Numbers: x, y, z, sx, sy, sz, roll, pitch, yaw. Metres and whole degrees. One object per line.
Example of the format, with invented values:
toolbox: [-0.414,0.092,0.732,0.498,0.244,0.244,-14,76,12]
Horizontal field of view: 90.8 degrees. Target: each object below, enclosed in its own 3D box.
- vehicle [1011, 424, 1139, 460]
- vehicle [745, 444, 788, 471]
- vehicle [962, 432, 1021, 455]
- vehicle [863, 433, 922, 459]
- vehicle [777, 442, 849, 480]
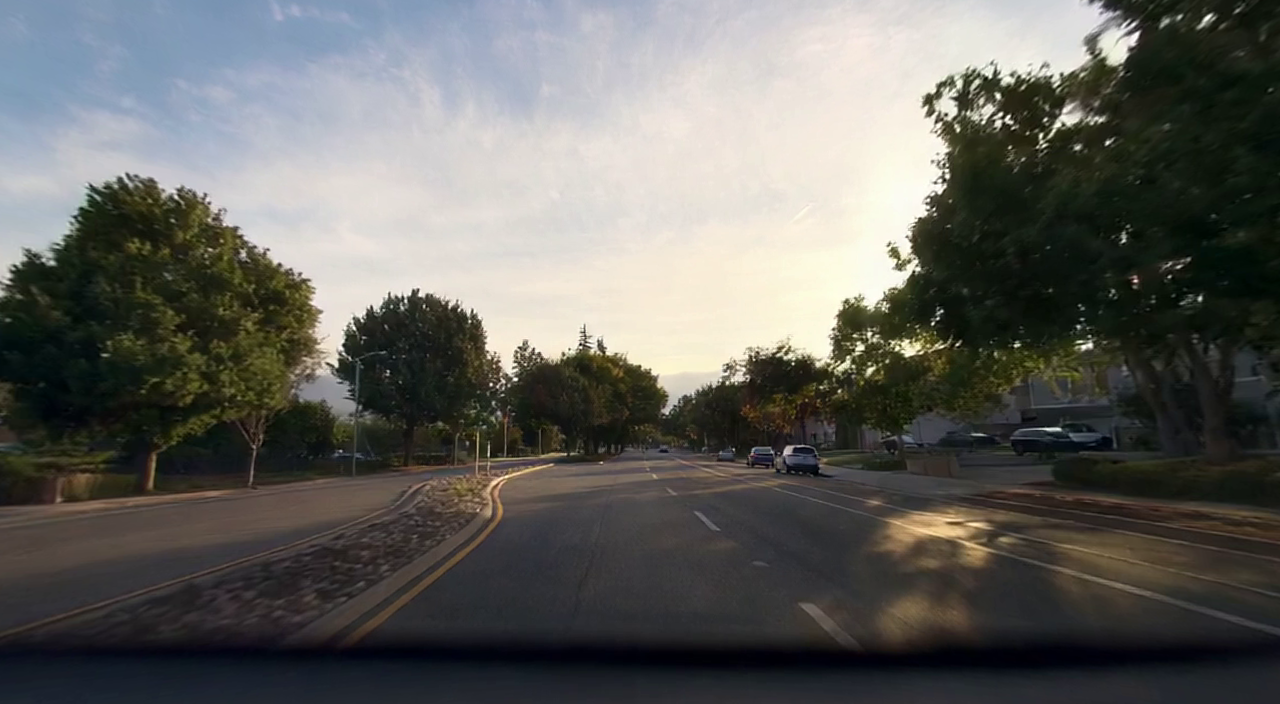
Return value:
vehicle: [24.326,5.098,35.571,1.979,1.831,5.479,5,-10,-33]
vehicle: [8.650,7.224,43.543,1.990,1.728,4.597,0,-9,0]
vehicle: [25.437,6.666,45.842,1.878,1.581,4.259,0,-9,1]
vehicle: [18.187,6.792,45.808,2.018,1.755,5.379,0,-9,-1]
vehicle: [8.416,5.329,31.292,2.192,1.714,4.885,0,-9,0]
